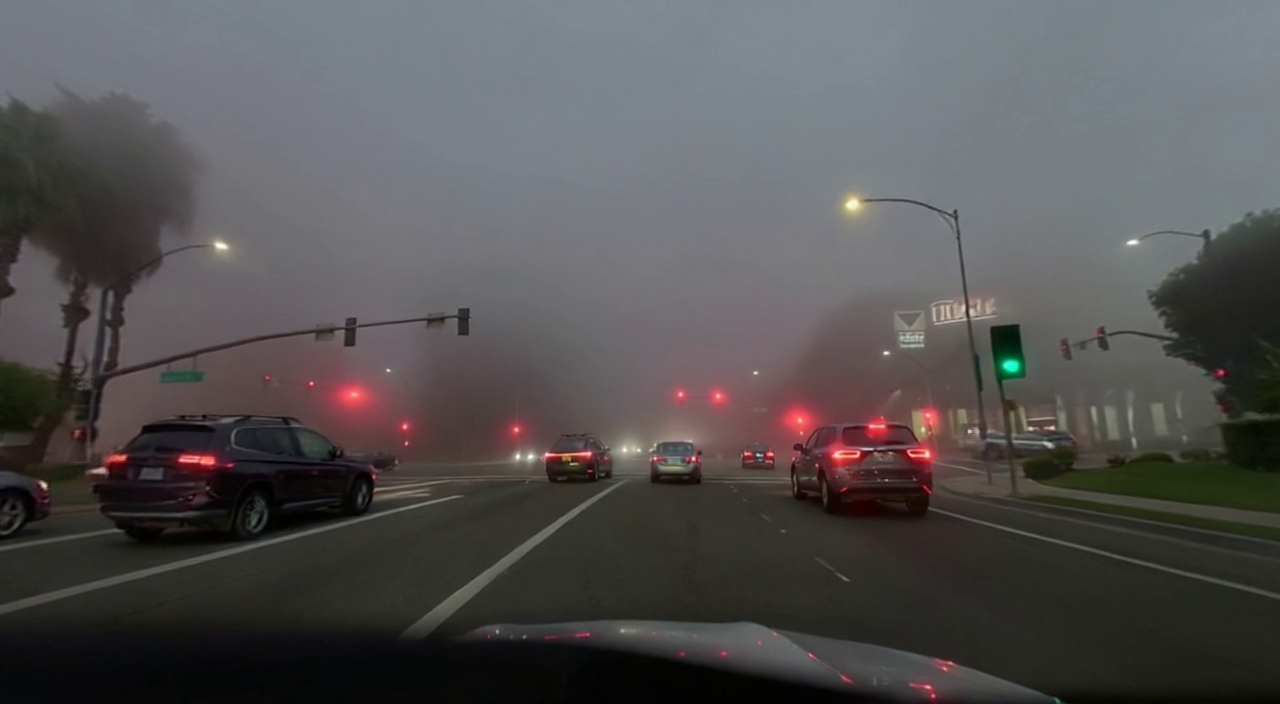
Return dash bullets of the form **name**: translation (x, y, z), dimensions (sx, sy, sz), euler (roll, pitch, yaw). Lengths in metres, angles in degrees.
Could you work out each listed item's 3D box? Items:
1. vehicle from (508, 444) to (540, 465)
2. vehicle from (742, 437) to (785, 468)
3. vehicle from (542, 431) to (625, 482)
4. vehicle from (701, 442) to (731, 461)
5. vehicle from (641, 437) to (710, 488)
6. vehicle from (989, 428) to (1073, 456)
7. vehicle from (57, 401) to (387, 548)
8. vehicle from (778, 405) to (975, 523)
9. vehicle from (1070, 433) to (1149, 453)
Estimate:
- **vehicle**: translation (-8.490, 7.397, 45.806), dimensions (1.918, 1.443, 4.612), euler (2, -9, -14)
- **vehicle**: translation (6.702, 5.476, 34.597), dimensions (2.149, 1.532, 4.168), euler (-2, -8, 9)
- **vehicle**: translation (-2.060, 4.044, 24.693), dimensions (2.088, 1.746, 4.650), euler (-2, -9, 10)
- **vehicle**: translation (5.887, 7.679, 48.710), dimensions (1.956, 1.369, 3.686), euler (-2, -9, 12)
- **vehicle**: translation (1.256, 3.598, 20.859), dimensions (2.057, 1.492, 3.825), euler (-1, -8, 6)
- **vehicle**: translation (27.786, 6.414, 45.052), dimensions (4.557, 1.848, 2.008), euler (-2, -9, 11)
- **vehicle**: translation (-6.429, 1.940, 10.639), dimensions (2.127, 1.888, 4.637), euler (-1, -8, 4)
- **vehicle**: translation (4.467, 2.225, 13.048), dimensions (2.267, 1.931, 5.145), euler (-1, -8, 3)
- **vehicle**: translation (36.914, 7.160, 49.815), dimensions (4.517, 1.491, 1.858), euler (-2, -9, 12)
